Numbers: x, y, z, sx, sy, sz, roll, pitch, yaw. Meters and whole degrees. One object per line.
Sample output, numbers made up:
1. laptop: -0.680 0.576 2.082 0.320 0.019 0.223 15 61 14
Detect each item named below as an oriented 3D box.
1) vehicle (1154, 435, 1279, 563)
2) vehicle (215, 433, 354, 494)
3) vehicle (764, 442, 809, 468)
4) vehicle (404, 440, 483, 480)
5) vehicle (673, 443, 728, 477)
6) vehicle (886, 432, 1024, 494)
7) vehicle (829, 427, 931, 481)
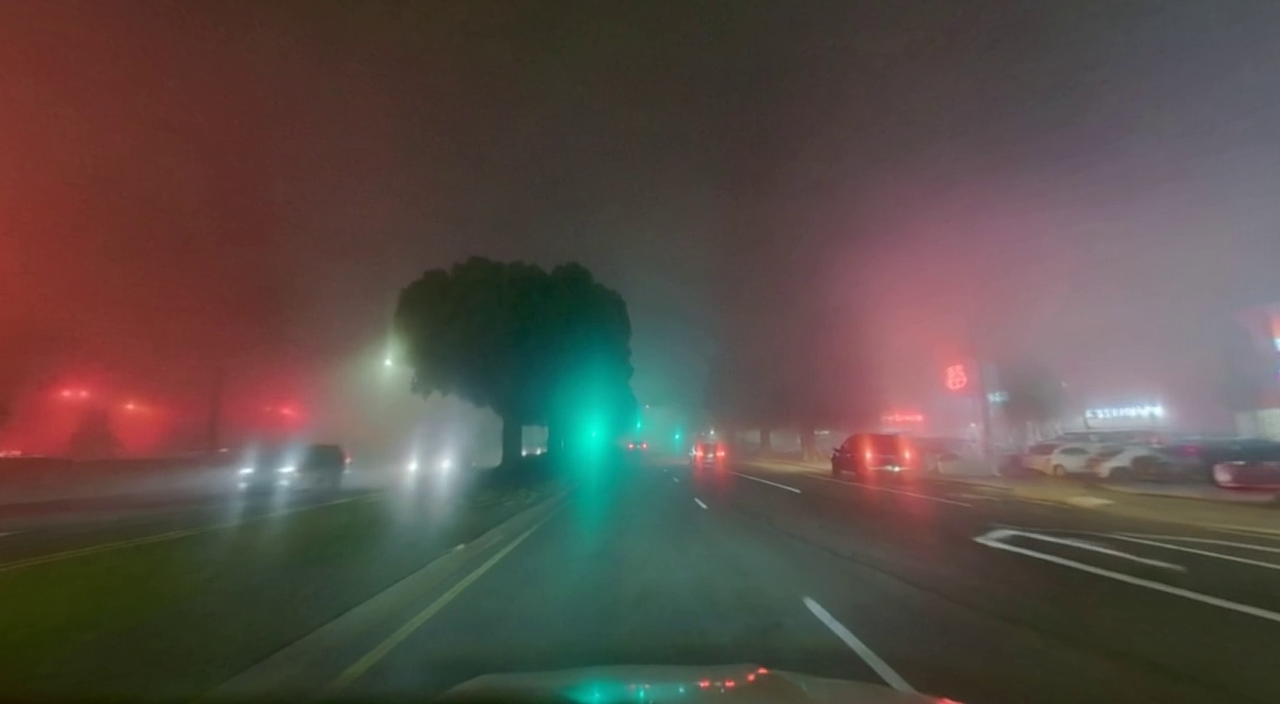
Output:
1. vehicle: 8.469 1.628 6.803 1.924 1.488 4.687 0 -9 0
2. vehicle: -11.788 3.710 21.415 2.040 1.823 4.600 0 -9 0
3. vehicle: 10.298 7.255 44.679 1.987 1.746 4.569 0 -9 -1
4. vehicle: -8.594 4.747 28.083 2.023 1.579 4.526 0 -9 0
5. vehicle: 2.720 4.999 29.502 2.099 1.463 4.365 0 -8 -1
6. vehicle: 10.295 3.660 21.218 2.045 1.831 5.000 0 -9 0
7. vehicle: 10.298 4.457 27.748 2.154 2.099 5.756 0 -9 -1
